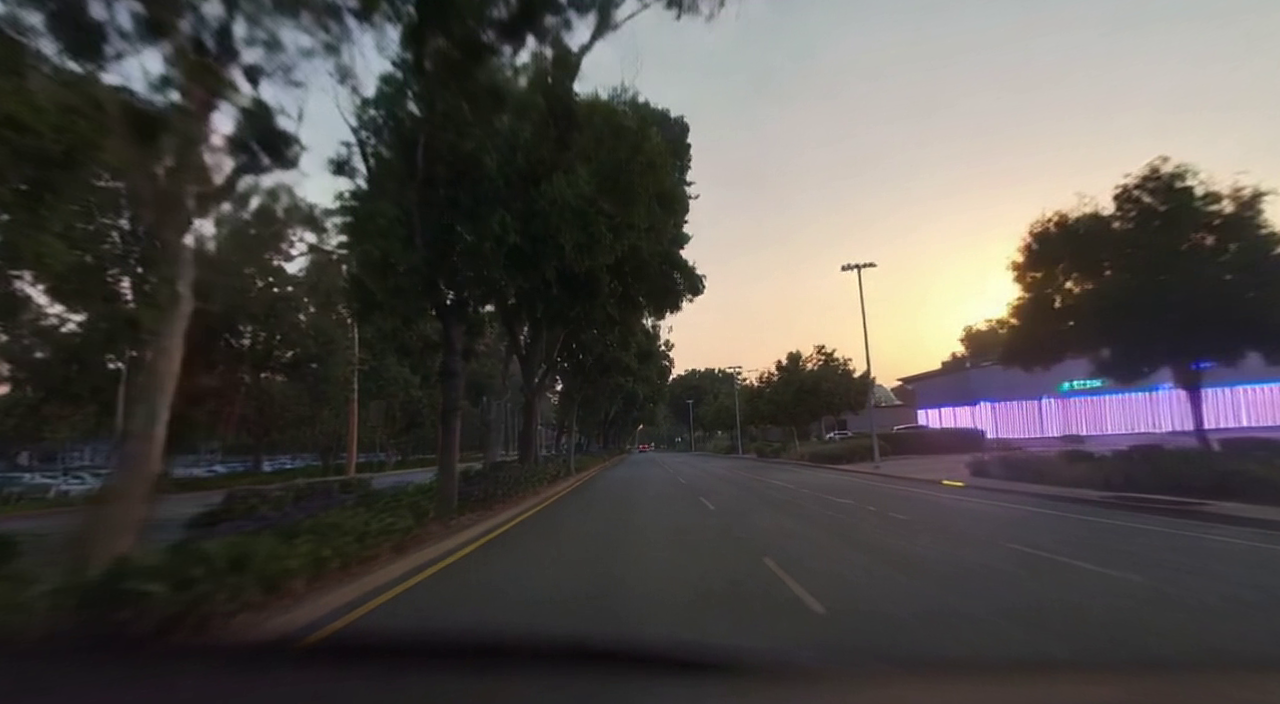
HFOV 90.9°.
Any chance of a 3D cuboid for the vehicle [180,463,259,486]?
[{"bbox_3d":[-31.310,9.126,47.064,4.622,1.466,1.842,4,-10,-27],"label":"vehicle"}]
